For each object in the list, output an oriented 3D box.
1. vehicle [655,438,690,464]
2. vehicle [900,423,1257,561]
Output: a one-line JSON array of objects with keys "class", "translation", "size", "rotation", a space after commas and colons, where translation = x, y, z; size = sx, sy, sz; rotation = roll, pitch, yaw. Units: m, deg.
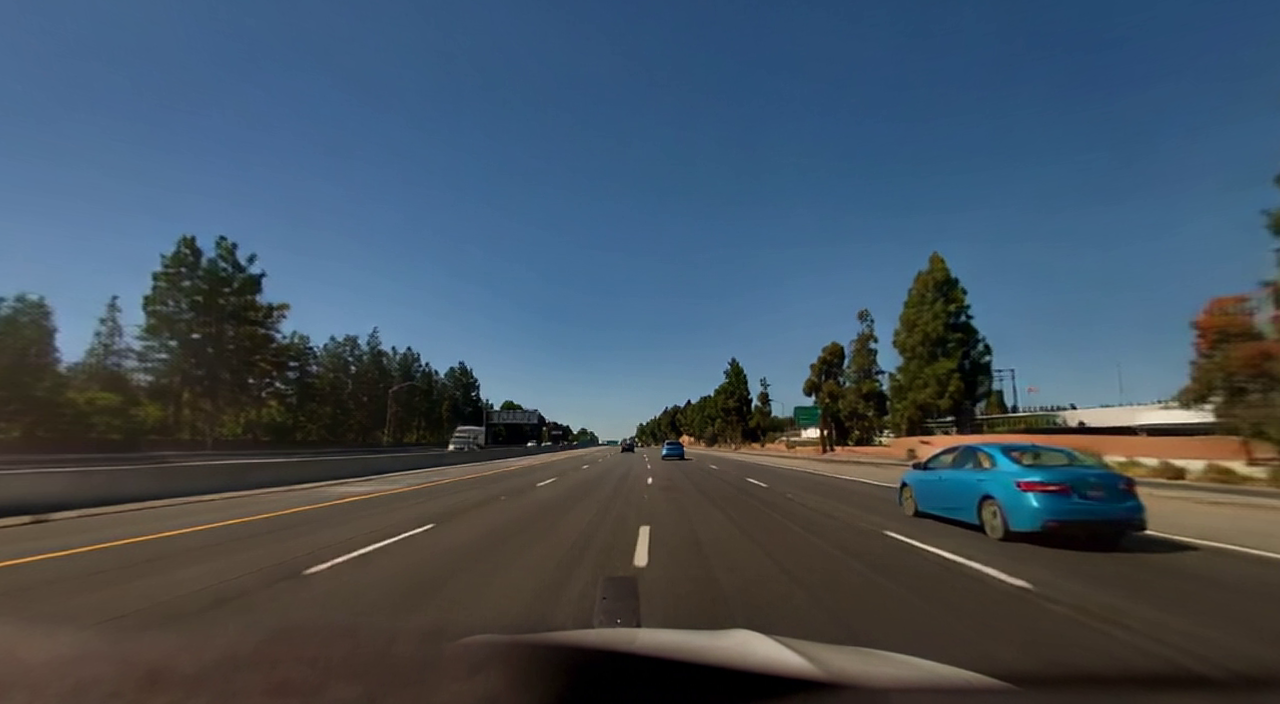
[{"class": "vehicle", "translation": [2.226, 6.862, 44.027], "size": [2.127, 1.692, 4.382], "rotation": [0, -9, -1]}, {"class": "vehicle", "translation": [5.889, 1.931, 9.470], "size": [2.029, 1.528, 4.644], "rotation": [0, -9, 0]}]
